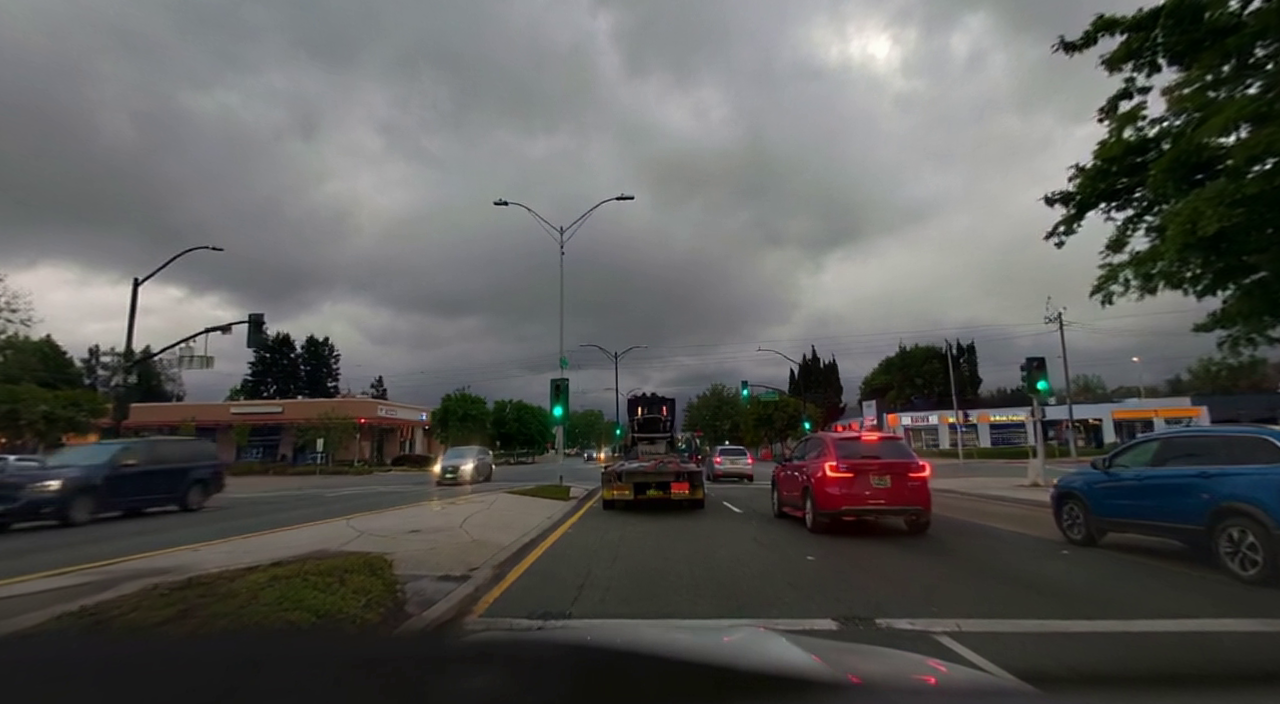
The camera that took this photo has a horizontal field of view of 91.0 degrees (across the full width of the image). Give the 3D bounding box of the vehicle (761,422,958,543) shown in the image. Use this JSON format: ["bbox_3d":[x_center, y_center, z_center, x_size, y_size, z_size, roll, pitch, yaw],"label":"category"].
[{"bbox_3d":[3.637,2.240,11.446,2.025,1.754,4.311,0,-9,0],"label":"vehicle"}]

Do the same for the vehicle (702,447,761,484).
[{"bbox_3d":[4.043,5.066,28.529,1.967,1.515,4.378,0,-9,-1],"label":"vehicle"}]

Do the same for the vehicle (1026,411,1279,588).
[{"bbox_3d":[7.188,1.685,7.781,1.982,1.698,4.408,0,-9,0],"label":"vehicle"}]

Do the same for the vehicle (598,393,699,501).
[{"bbox_3d":[0.248,2.518,16.974,2.370,2.518,3.858,-1,-8,1],"label":"vehicle"}]

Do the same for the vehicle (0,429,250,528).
[{"bbox_3d":[-11.832,2.788,14.586,2.163,1.858,5.318,0,-9,0],"label":"vehicle"}]

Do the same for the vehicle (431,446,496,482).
[{"bbox_3d":[-8.379,5.310,30.244,1.889,1.576,4.044,0,-9,1],"label":"vehicle"}]
